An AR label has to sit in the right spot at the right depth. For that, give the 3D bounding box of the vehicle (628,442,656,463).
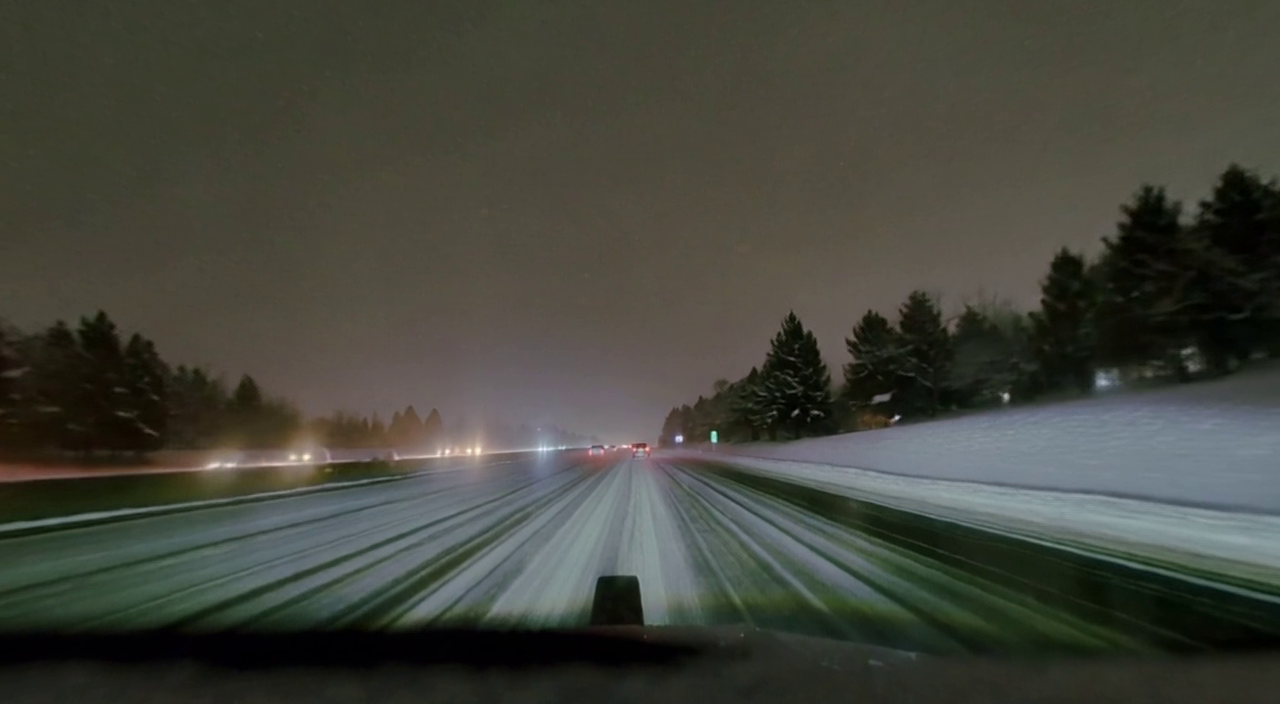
[{"bbox_3d":[0.077,7.643,48.114,2.021,1.528,4.154,0,-8,-1],"label":"vehicle"}]

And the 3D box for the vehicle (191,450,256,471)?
[{"bbox_3d":[-32.045,8.310,48.728,1.860,1.486,4.721,0,-8,0],"label":"vehicle"}]
